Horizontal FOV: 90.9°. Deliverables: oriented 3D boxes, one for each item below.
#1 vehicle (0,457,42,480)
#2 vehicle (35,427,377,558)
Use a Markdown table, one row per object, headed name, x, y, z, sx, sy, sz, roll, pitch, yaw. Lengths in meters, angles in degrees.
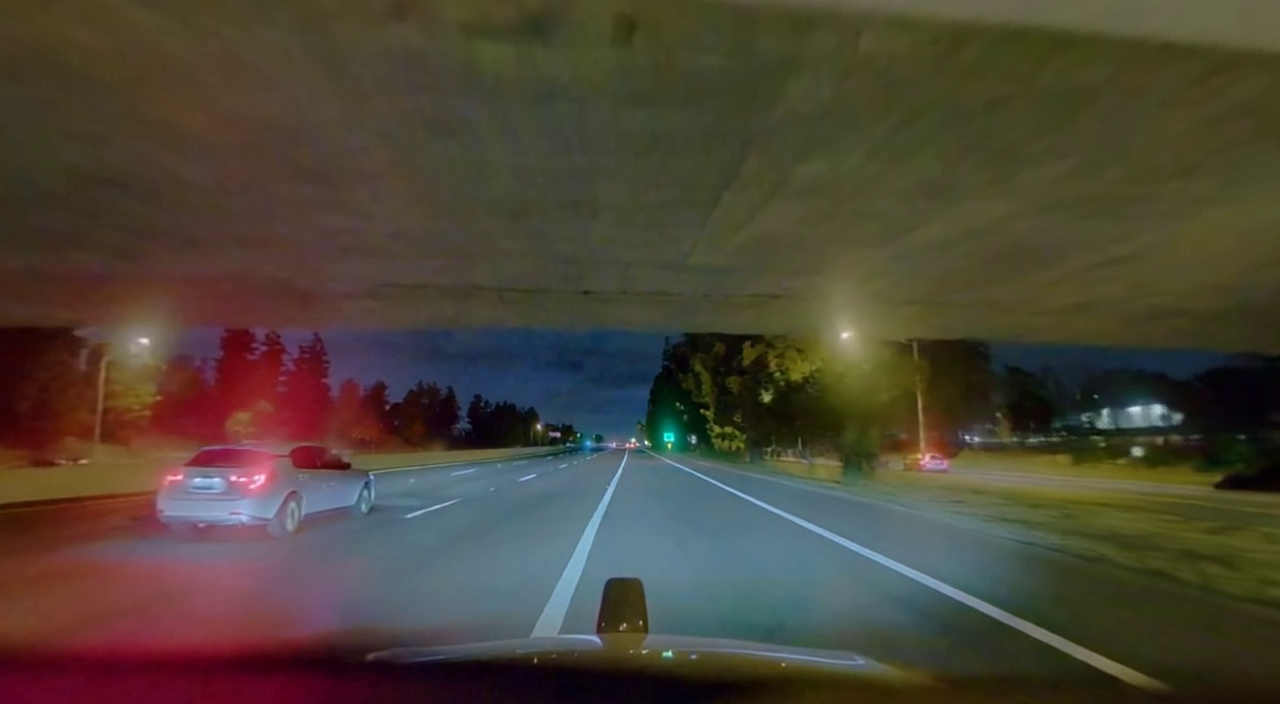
| name | x | y | z | sx | sy | sz | roll | pitch | yaw |
| --- | --- | --- | --- | --- | --- | --- | --- | --- | --- |
| vehicle | -42.687 | 7.804 | 42.097 | 1.716 | 1.412 | 3.919 | 0 | -8 | -1 |
| vehicle | -6.182 | 2.031 | 9.926 | 2.105 | 1.551 | 4.602 | 0 | -8 | 0 |
